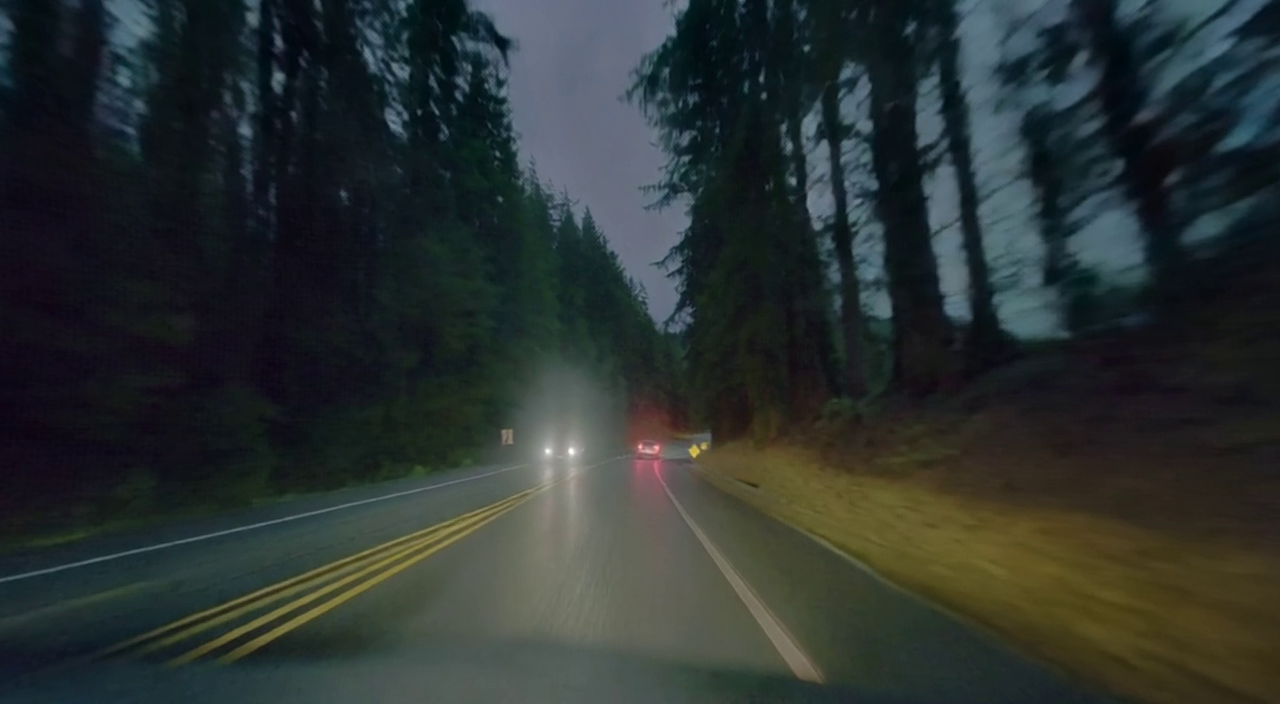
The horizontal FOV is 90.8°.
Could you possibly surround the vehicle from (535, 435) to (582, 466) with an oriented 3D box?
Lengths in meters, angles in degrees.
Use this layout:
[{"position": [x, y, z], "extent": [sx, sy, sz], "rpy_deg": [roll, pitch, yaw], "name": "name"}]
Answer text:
[{"position": [-4.879, 5.982, 38.463], "extent": [2.140, 1.727, 4.202], "rpy_deg": [-1, -9, 3], "name": "vehicle"}]
